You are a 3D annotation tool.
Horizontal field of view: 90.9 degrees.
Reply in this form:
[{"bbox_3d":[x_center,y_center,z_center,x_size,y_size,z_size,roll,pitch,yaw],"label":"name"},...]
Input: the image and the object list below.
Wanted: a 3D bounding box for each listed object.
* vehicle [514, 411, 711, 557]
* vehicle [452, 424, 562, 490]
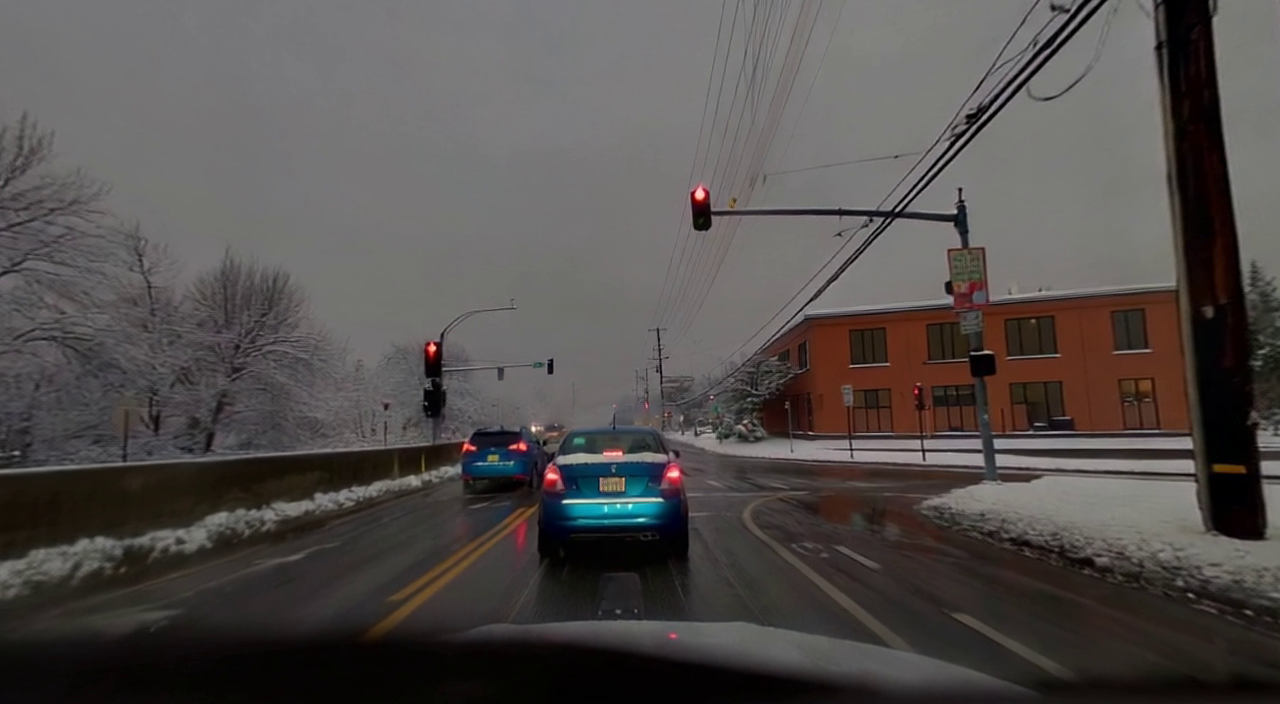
[{"bbox_3d":[-0.294,1.685,8.721,2.123,1.566,3.662,0,-8,0],"label":"vehicle"},{"bbox_3d":[-3.485,2.821,17.389,2.097,1.573,4.284,0,-8,0],"label":"vehicle"}]
